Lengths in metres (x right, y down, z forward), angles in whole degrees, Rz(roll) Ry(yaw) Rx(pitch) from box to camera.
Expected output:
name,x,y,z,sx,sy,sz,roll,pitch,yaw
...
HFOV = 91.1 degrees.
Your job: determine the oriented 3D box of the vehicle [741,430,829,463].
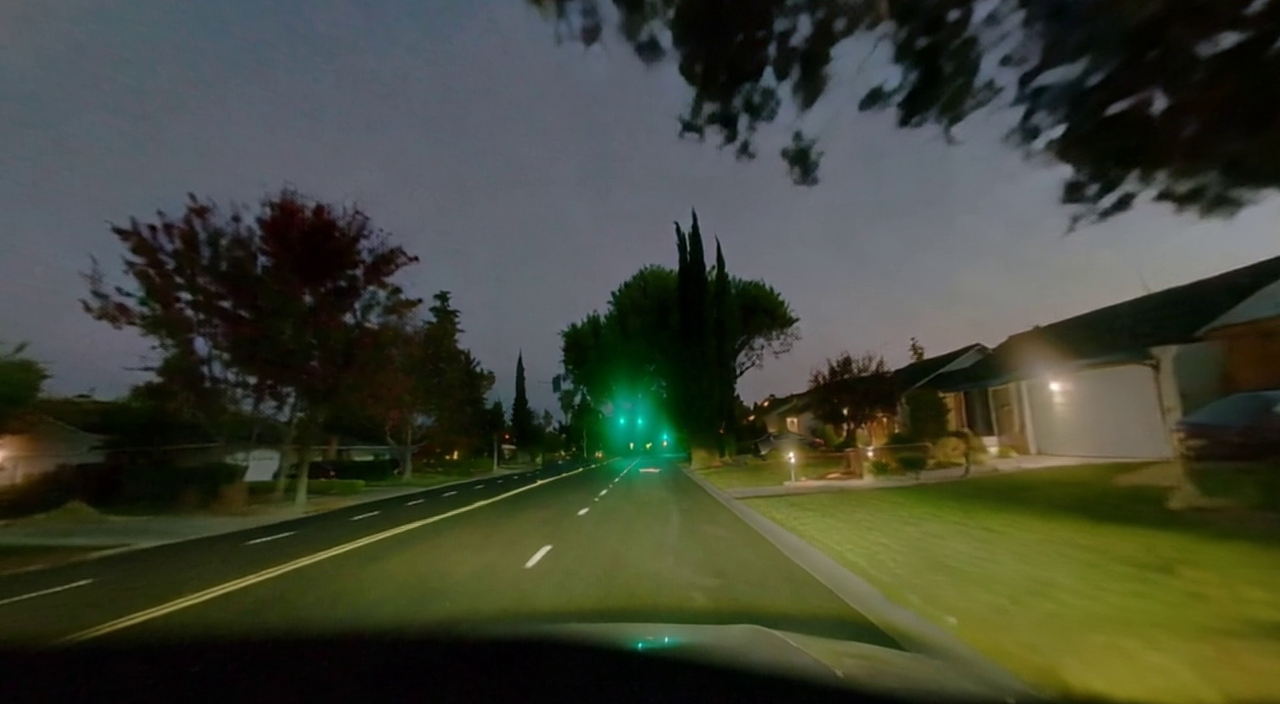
name,x,y,z,sx,sy,sz,roll,pitch,yaw
vehicle,8.466,5.523,36.766,4.636,1.823,1.997,3,-9,-18
